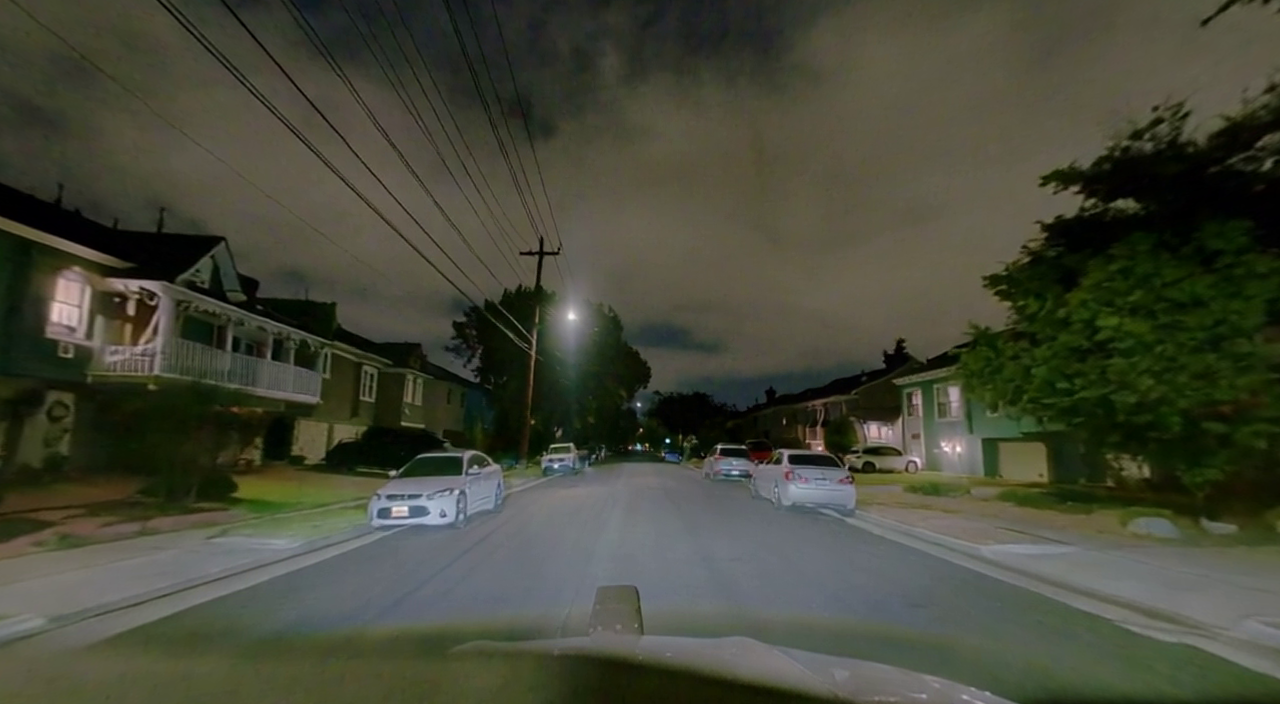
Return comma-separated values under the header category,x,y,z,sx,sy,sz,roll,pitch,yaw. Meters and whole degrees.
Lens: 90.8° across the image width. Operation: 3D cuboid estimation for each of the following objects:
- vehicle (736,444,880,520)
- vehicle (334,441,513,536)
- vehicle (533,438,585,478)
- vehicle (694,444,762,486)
category,x,y,z,sx,sy,sz,roll,pitch,yaw
vehicle,3.658,2.904,14.768,1.862,1.452,4.737,0,-9,-3
vehicle,-3.867,2.493,12.250,1.971,1.460,4.523,0,-9,-2
vehicle,-4.109,5.501,32.992,2.057,1.887,5.053,0,-9,0
vehicle,3.458,4.553,25.723,2.019,1.536,4.405,0,-9,-2
